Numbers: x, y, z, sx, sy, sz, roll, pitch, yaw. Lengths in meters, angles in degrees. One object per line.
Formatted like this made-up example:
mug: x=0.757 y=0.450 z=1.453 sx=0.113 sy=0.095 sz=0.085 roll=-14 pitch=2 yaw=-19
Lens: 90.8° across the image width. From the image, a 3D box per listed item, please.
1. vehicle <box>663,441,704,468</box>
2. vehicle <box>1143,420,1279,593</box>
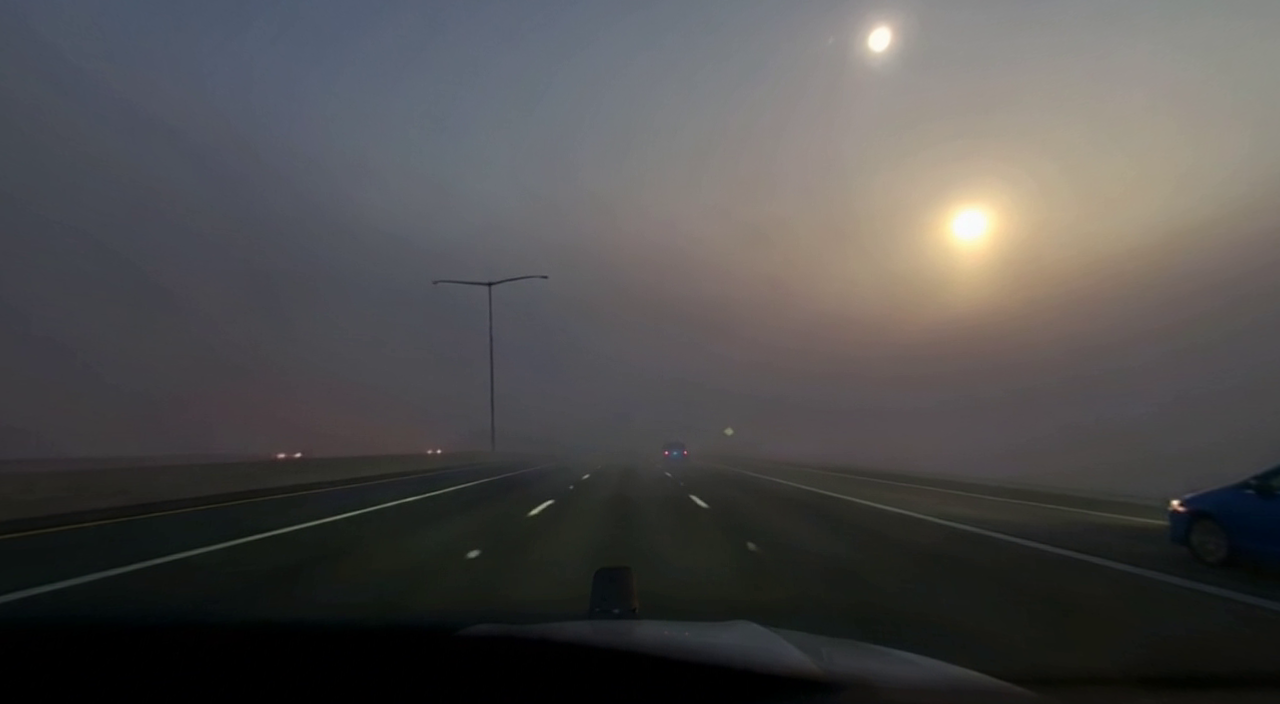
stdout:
vehicle: x=2.701 y=6.483 z=40.212 sx=2.270 sy=1.615 sz=3.770 roll=0 pitch=-8 yaw=-2
vehicle: x=6.824 y=1.221 z=4.572 sx=2.227 sy=1.522 sz=5.041 roll=0 pitch=-8 yaw=0
